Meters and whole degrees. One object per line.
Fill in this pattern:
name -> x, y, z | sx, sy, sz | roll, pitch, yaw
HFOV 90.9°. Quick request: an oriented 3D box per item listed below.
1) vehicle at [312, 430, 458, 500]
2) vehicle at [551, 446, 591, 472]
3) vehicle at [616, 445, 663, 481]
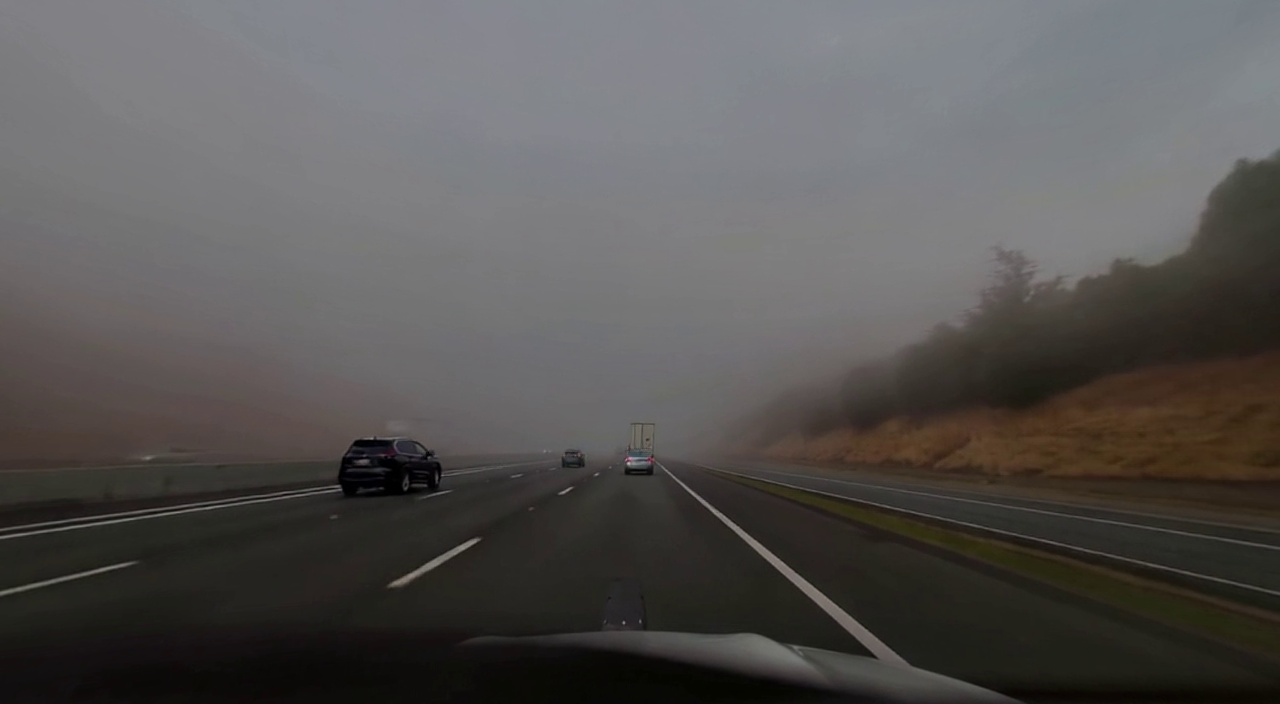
vehicle -> -7.719, 3.493, 19.881 | 2.316, 1.875, 5.337 | 0, -9, 1
vehicle -> -4.360, 6.847, 40.512 | 2.018, 1.504, 4.431 | 0, -9, 1
vehicle -> -0.024, 4.972, 28.461 | 1.991, 1.507, 3.391 | 0, -9, 0
